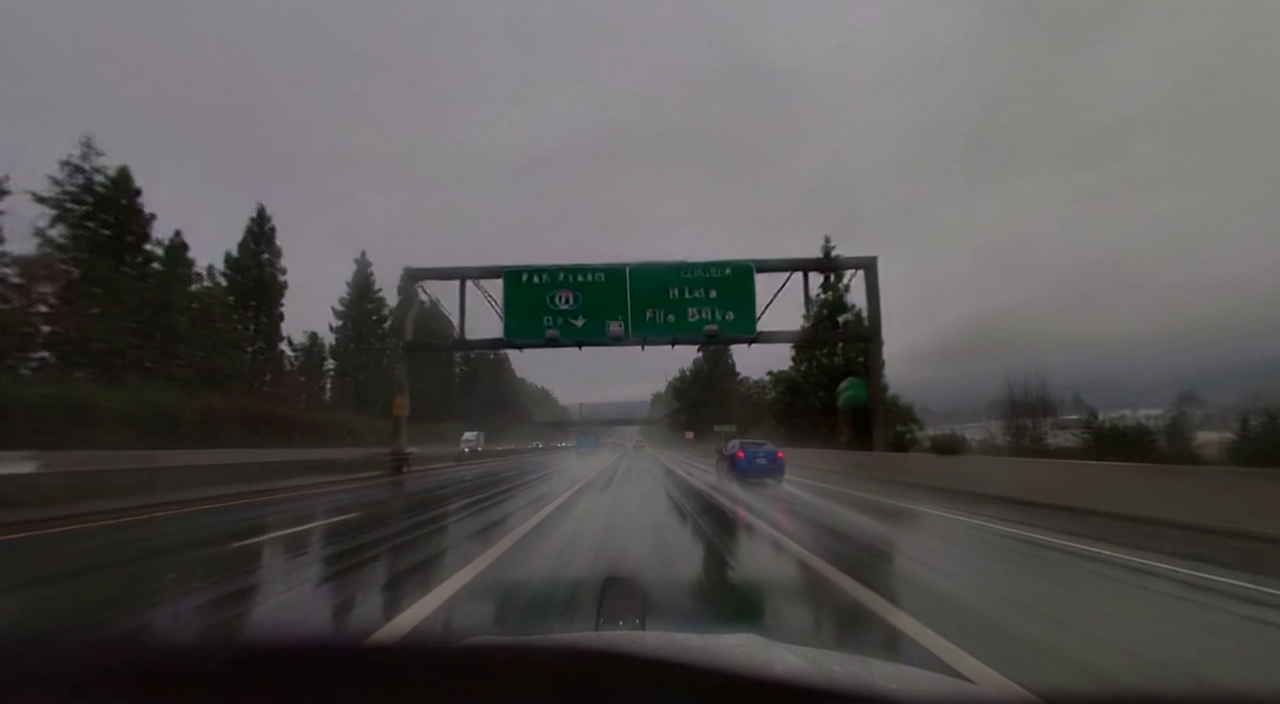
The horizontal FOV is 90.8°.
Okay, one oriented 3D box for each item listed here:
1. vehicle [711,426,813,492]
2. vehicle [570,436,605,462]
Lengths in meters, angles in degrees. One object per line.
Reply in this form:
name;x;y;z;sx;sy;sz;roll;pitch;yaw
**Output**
vehicle;3.397;3.099;18.515;2.053;1.714;4.097;0;-9;-2
vehicle;-3.818;7.090;46.320;2.173;1.793;4.564;0;-9;0
